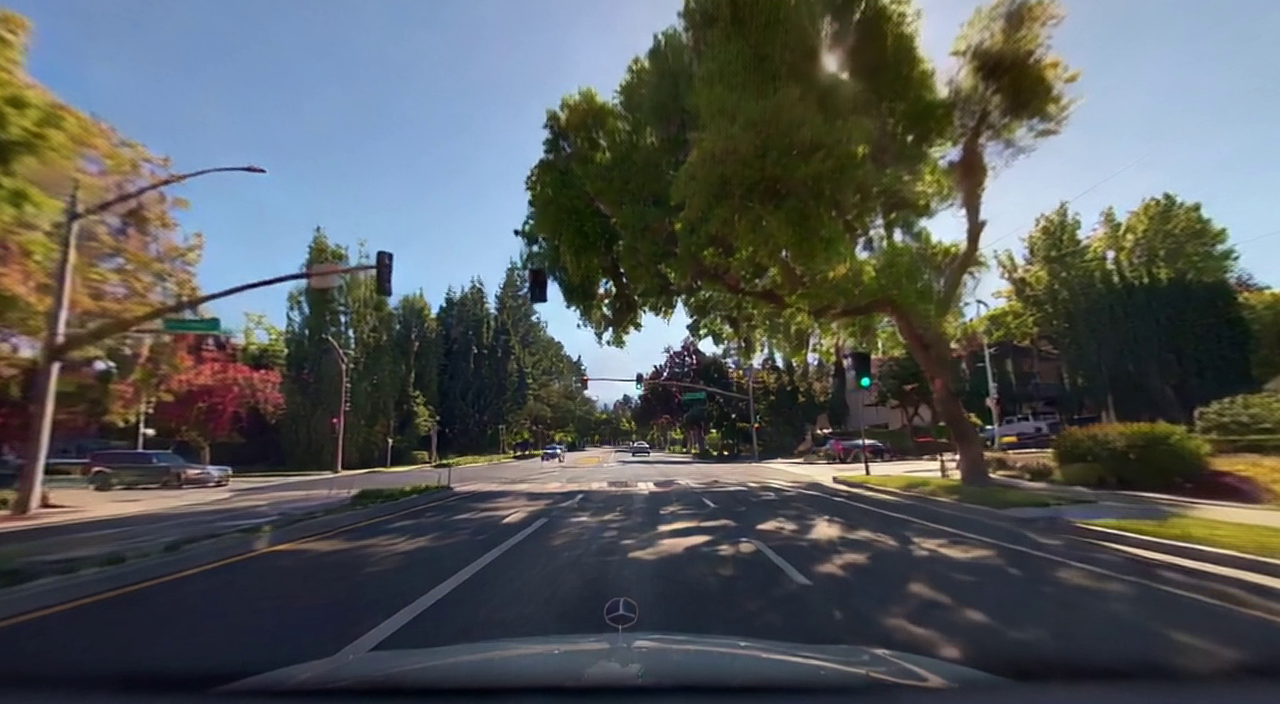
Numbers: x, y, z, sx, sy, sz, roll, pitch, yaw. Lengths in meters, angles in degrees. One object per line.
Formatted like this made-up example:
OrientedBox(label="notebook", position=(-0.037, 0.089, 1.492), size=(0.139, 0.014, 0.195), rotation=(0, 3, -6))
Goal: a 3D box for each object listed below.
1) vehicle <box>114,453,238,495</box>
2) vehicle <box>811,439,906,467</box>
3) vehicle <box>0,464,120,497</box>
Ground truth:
OrientedBox(label="vehicle", position=(-22.130, 5.797, 30.234), size=(4.445, 1.805, 1.944), rotation=(-1, -8, 2))
OrientedBox(label="vehicle", position=(12.373, 5.747, 36.037), size=(4.611, 1.505, 2.029), rotation=(0, -9, -1))
OrientedBox(label="vehicle", position=(-28.461, 6.268, 30.895), size=(4.505, 1.460, 1.929), rotation=(-1, -9, 6))
